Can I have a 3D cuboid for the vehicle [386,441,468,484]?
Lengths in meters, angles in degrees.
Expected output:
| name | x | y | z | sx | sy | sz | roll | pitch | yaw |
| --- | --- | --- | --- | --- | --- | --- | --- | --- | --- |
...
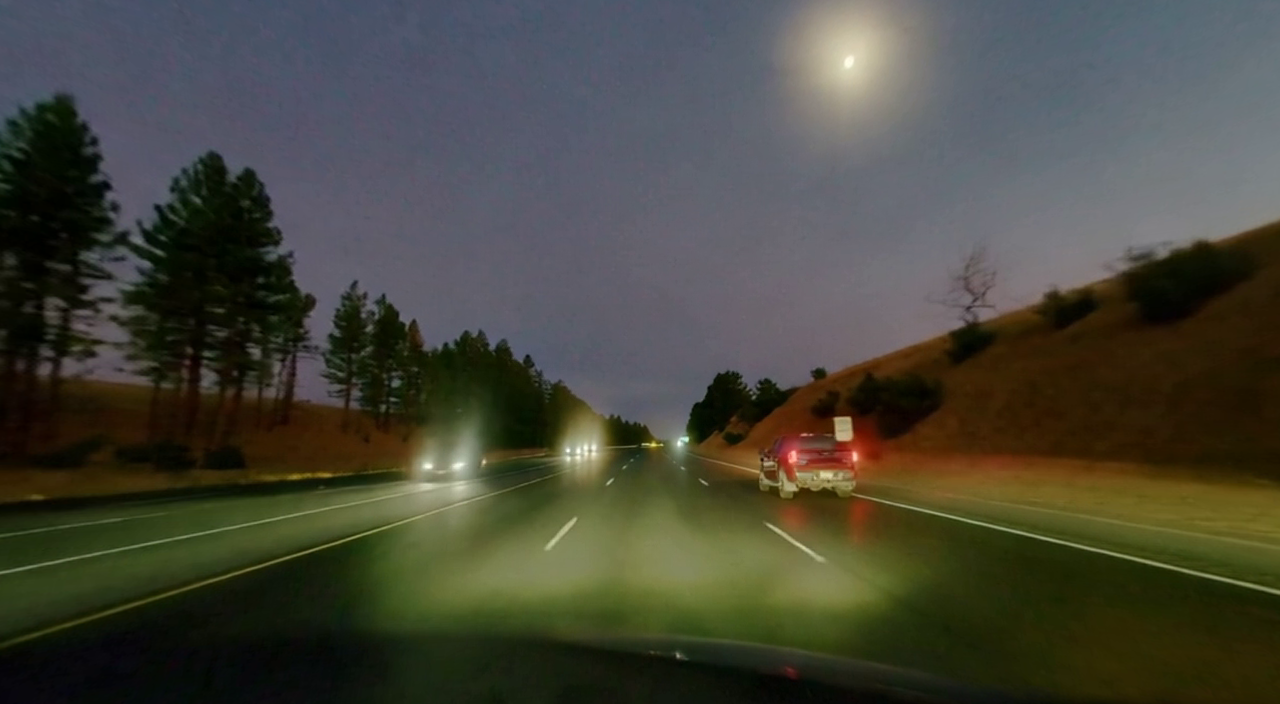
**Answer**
| name | x | y | z | sx | sy | sz | roll | pitch | yaw |
| --- | --- | --- | --- | --- | --- | --- | --- | --- | --- |
| vehicle | -8.912 | 4.623 | 26.819 | 1.951 | 1.654 | 4.345 | 0 | -8 | 1 |
